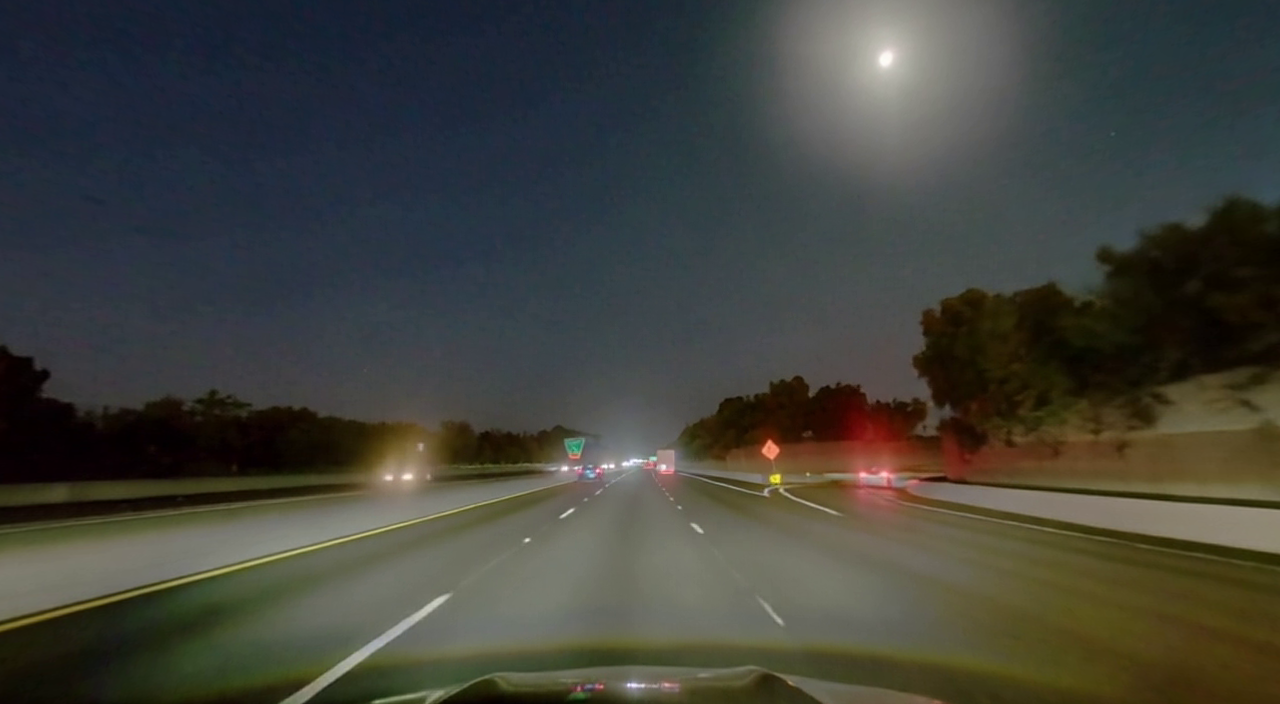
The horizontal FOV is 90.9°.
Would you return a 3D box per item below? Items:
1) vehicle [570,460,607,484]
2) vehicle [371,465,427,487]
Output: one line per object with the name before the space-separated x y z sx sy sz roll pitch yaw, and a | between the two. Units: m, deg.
vehicle | -3.422 8.129 42.703 2.045 1.487 4.582 1 -10 1
vehicle | -15.375 7.955 40.455 1.775 1.279 4.511 1 -10 1
